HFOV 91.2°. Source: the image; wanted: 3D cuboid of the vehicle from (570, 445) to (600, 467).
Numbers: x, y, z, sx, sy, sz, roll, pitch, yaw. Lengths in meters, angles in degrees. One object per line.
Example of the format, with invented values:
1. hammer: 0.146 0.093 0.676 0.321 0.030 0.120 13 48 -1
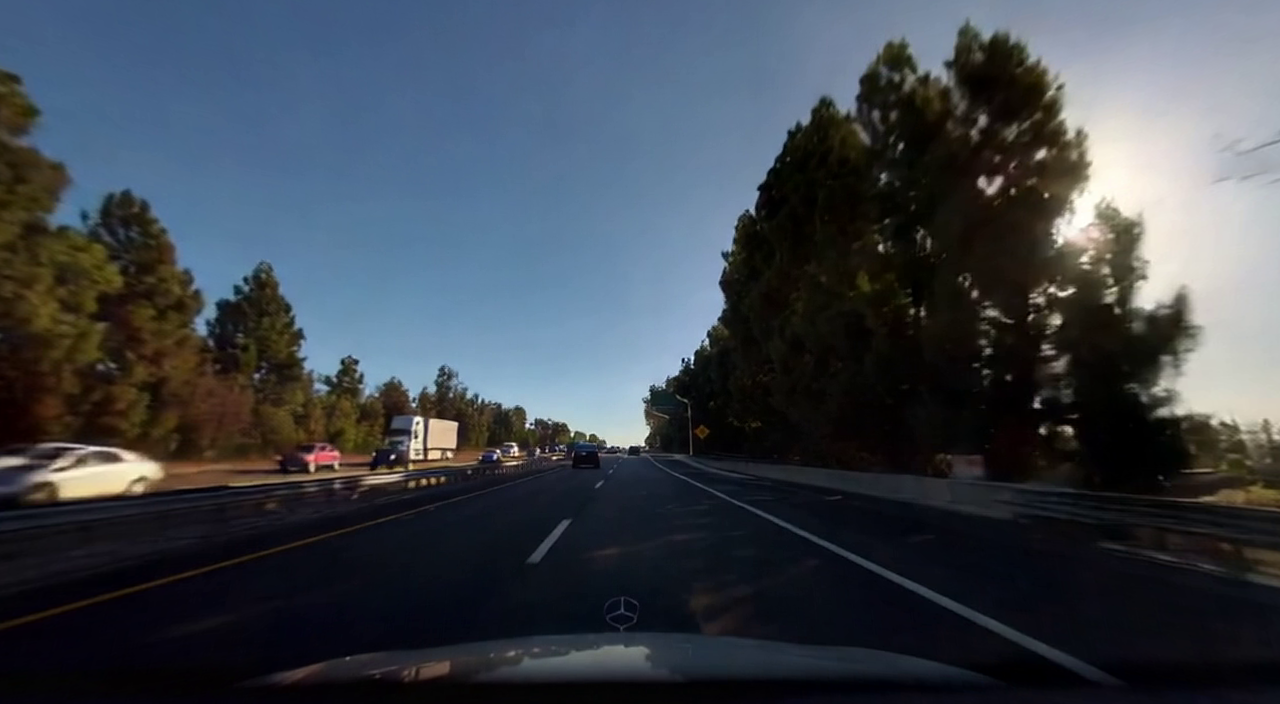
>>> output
1. vehicle: -4.303 8.219 49.657 2.098 1.692 4.038 0 -9 0

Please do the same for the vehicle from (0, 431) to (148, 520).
1. vehicle: -11.597 2.218 11.428 1.887 1.473 4.124 0 -9 0

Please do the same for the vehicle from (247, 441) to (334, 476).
1. vehicle: -17.373 5.307 31.424 1.908 1.563 4.329 0 -9 -1

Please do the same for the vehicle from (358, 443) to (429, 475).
1. vehicle: -12.522 5.439 32.112 1.898 1.498 4.375 0 -9 -1
